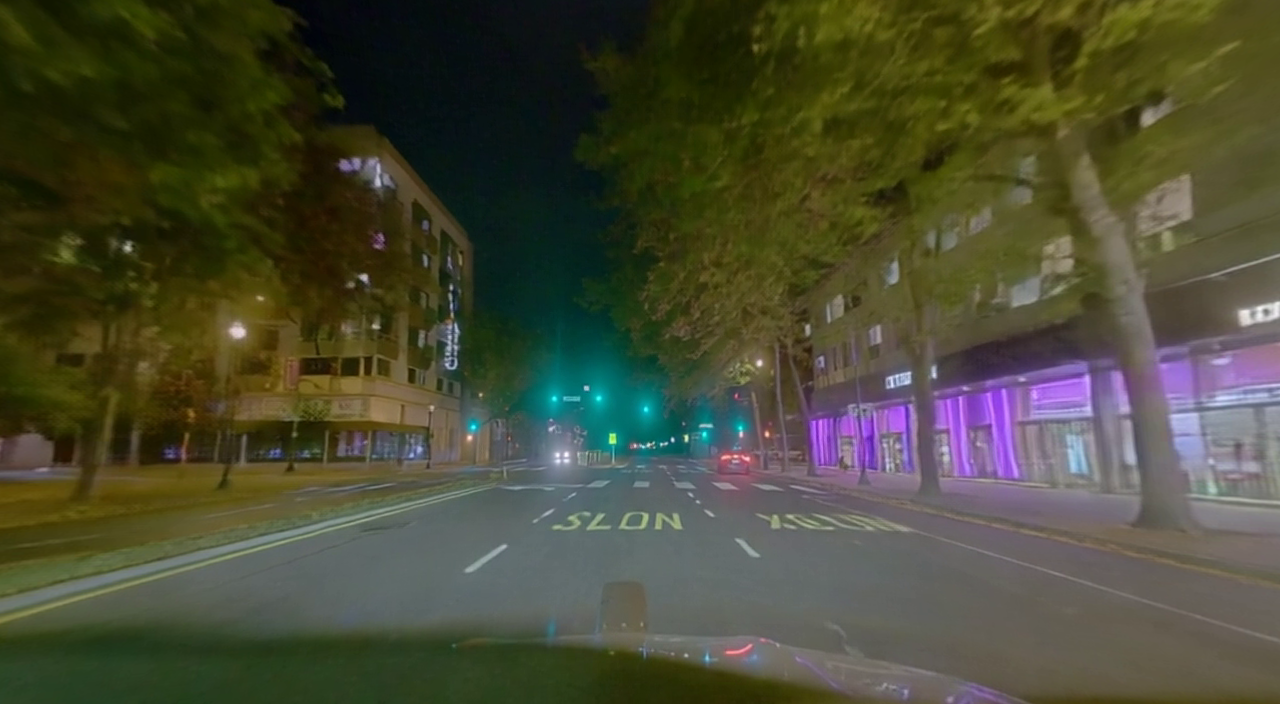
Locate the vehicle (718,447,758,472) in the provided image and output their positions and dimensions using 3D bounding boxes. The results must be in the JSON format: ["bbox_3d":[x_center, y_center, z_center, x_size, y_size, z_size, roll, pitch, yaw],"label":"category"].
[{"bbox_3d":[6.385,7.052,41.544,1.906,1.523,4.336,0,-9,-1],"label":"vehicle"}]
